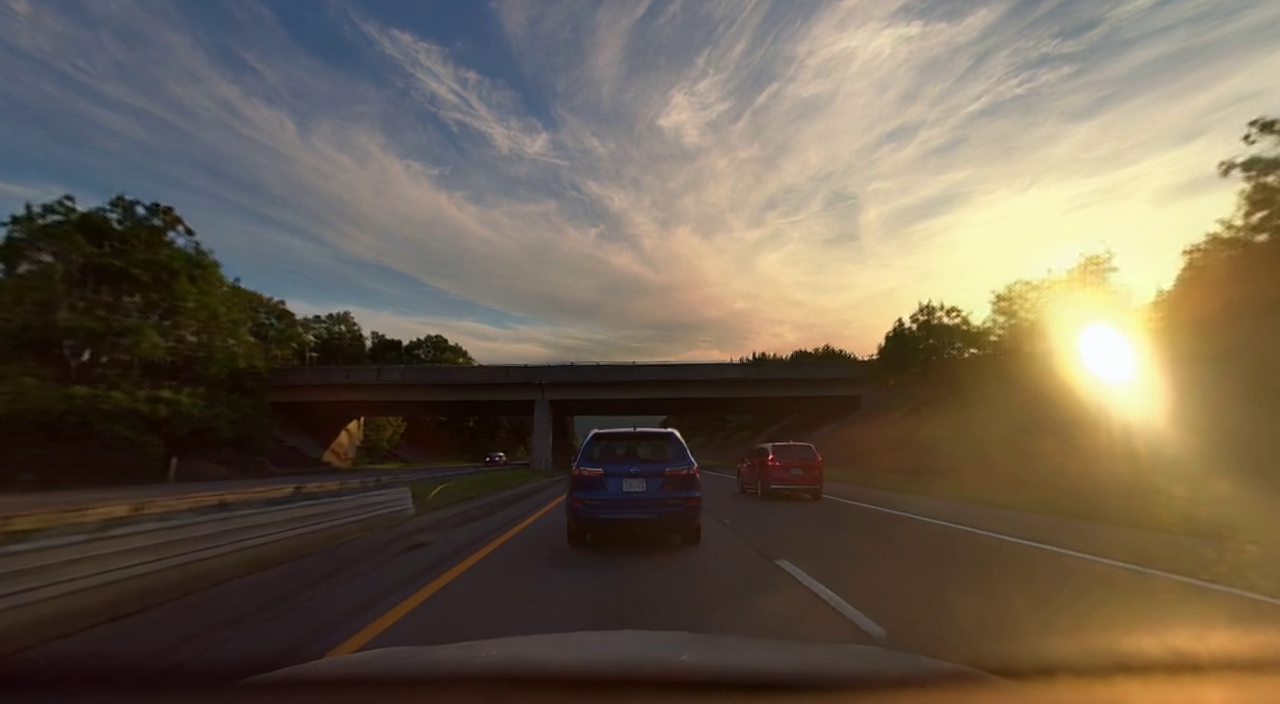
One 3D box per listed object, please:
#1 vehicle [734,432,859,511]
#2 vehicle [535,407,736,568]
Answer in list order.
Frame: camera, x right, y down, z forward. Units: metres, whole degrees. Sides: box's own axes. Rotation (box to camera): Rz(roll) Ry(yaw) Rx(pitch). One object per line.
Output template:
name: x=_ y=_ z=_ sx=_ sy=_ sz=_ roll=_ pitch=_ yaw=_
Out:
vehicle: x=3.907 y=3.073 z=16.676 sx=2.043 sy=1.767 sz=4.620 roll=0 pitch=-9 yaw=-1
vehicle: x=-0.056 y=1.861 z=9.300 sx=2.288 sy=1.823 sz=4.059 roll=0 pitch=-9 yaw=0
